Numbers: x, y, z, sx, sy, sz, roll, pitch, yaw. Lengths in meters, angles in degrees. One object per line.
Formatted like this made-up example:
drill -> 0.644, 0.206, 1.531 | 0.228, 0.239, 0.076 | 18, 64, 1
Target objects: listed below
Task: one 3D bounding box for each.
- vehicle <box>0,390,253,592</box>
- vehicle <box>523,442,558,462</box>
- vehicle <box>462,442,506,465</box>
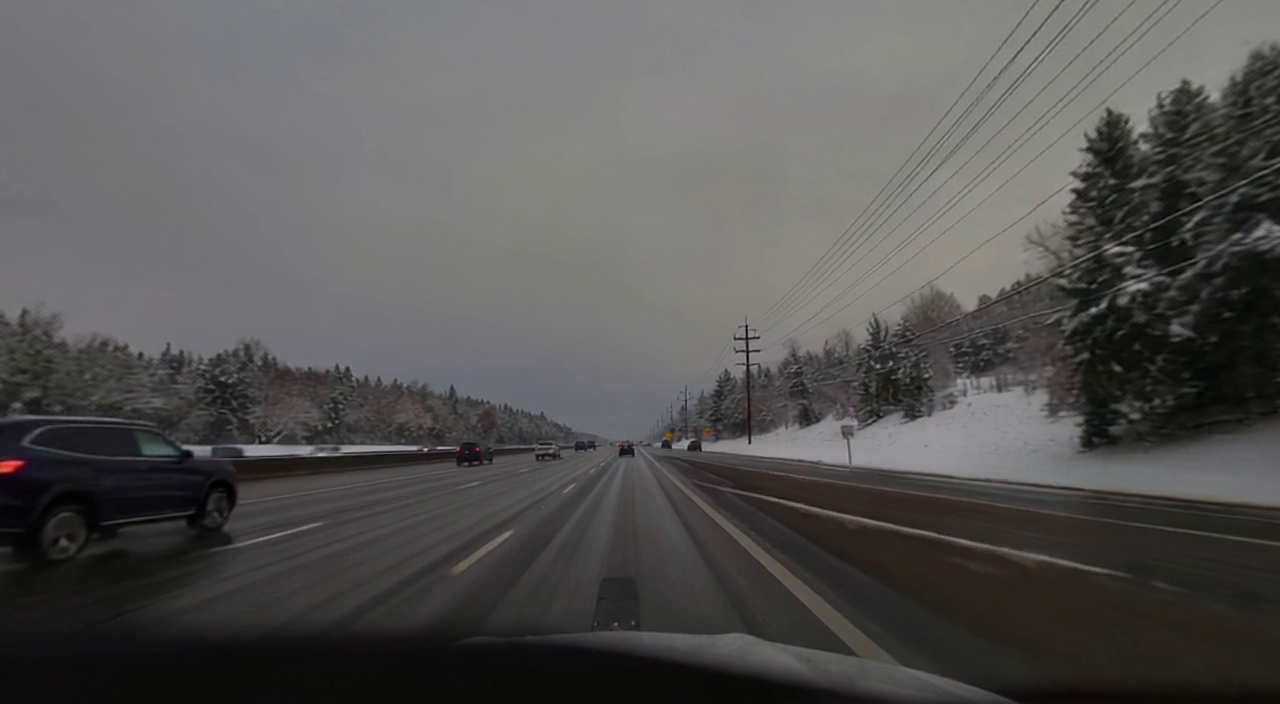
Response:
vehicle -> -6.829, 1.401, 6.660 | 2.115, 1.799, 5.444 | 0, -9, -1
vehicle -> -7.526, 7.628, 48.211 | 1.954, 1.432, 4.183 | 0, -9, 0
vehicle -> -10.680, 6.954, 43.547 | 1.887, 1.473, 4.352 | 0, -9, 0
